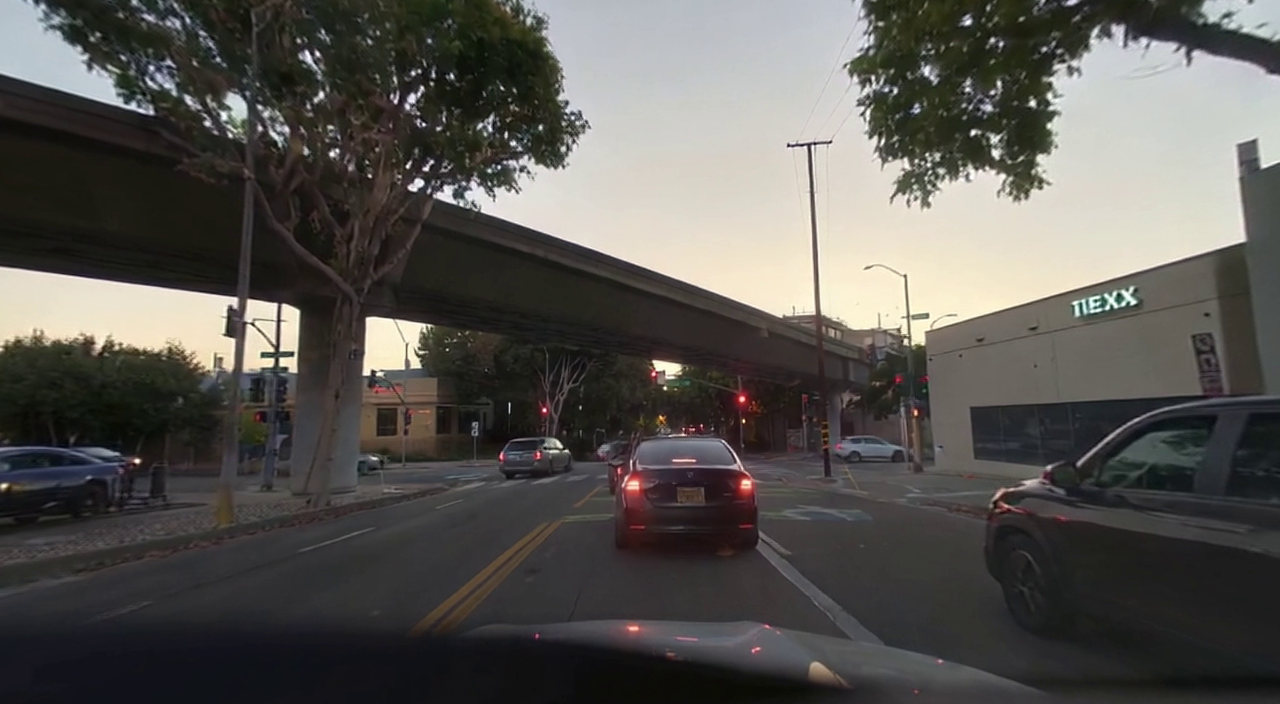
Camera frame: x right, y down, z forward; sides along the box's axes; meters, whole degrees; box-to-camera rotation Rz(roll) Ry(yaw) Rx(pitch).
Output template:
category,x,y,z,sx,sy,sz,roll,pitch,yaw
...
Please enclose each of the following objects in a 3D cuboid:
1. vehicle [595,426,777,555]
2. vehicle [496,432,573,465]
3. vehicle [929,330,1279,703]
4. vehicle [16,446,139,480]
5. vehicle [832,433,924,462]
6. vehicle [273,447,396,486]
category,x,y,z,sx,sy,sz,roll,pitch,yaw
vehicle,0.551,1.911,9.442,2.101,1.467,4.210,0,-8,1
vehicle,-6.501,6.068,39.777,2.322,1.916,5.640,-3,-9,19
vehicle,3.540,0.916,3.174,2.062,1.781,4.488,0,-8,1
vehicle,-29.277,5.749,32.909,4.474,1.673,2.010,0,-8,1
vehicle,13.099,5.263,34.787,4.302,1.543,1.860,1,-8,-10
vehicle,-12.806,4.768,26.727,1.873,1.462,4.283,-5,-10,31
